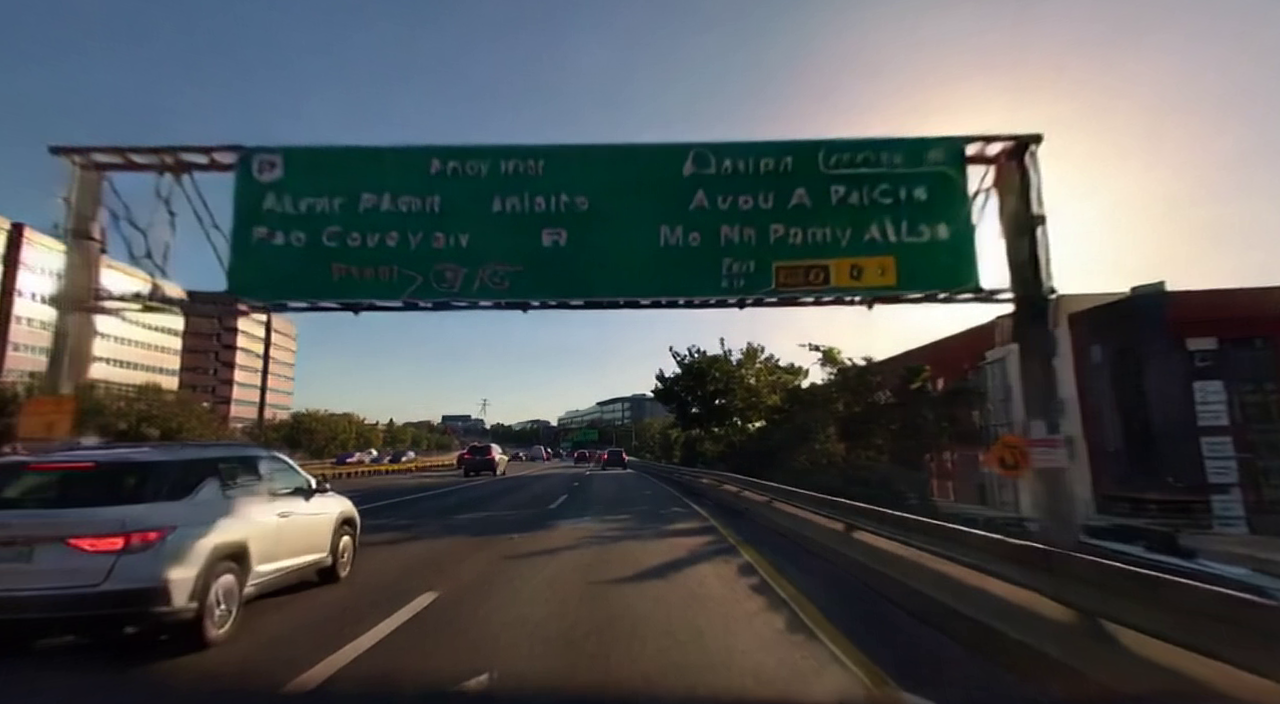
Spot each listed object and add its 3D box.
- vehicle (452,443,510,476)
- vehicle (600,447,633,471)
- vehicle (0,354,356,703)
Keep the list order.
[{"bbox_3d":[-8.634,5.848,34.555,2.065,1.689,4.399,0,-9,-1],"label":"vehicle"},{"bbox_3d":[-1.632,7.383,43.631,2.110,1.501,4.319,0,-9,-2],"label":"vehicle"},{"bbox_3d":[-3.581,0.982,3.212,2.036,1.717,4.592,0,-9,1],"label":"vehicle"}]
